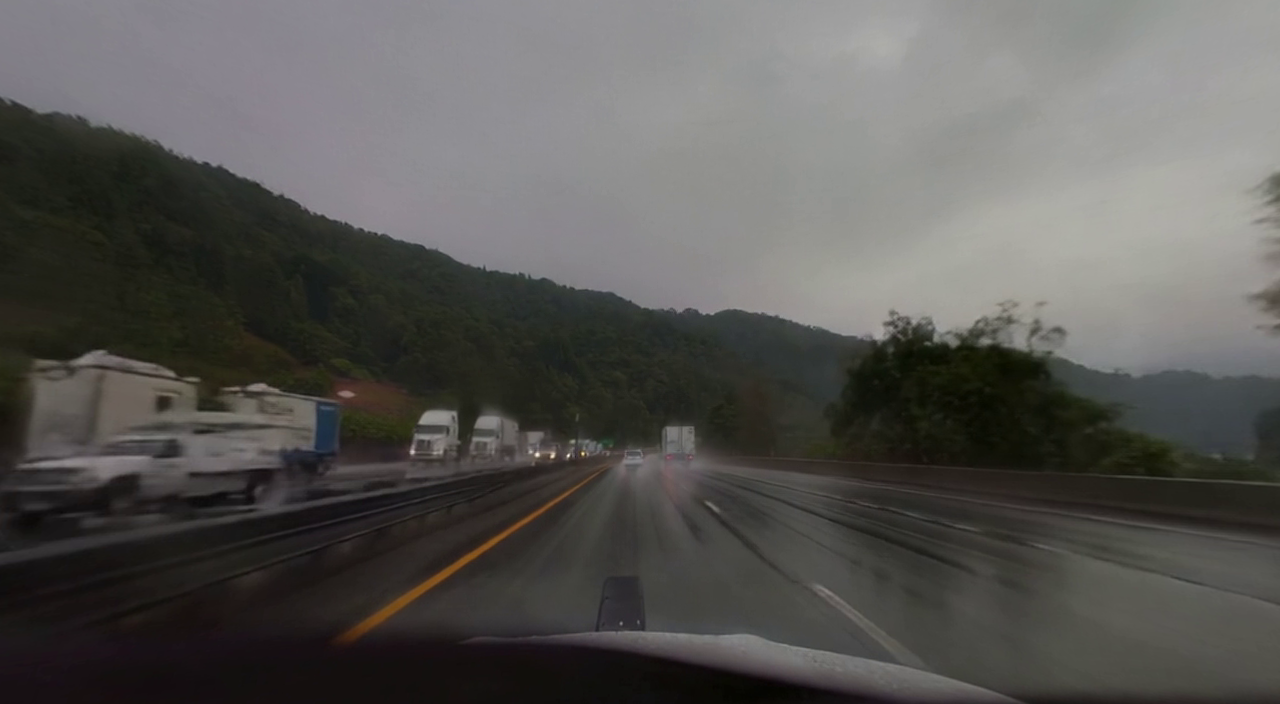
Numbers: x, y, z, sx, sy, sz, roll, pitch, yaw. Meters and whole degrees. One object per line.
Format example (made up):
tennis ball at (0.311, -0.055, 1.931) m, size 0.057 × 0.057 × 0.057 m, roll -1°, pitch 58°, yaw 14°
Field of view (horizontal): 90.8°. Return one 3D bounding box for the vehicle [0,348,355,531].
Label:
vehicle at (-12.754, 2.665, 18.961) m, size 2.668 × 3.618 × 12.856 m, roll 0°, pitch -9°, yaw -1°

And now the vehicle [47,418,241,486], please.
vehicle at (-12.717, 2.599, 16.549) m, size 2.082 × 1.570 × 3.684 m, roll 0°, pitch -9°, yaw -1°

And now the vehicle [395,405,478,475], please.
vehicle at (-12.426, 5.489, 39.268) m, size 2.951 × 3.988 × 6.237 m, roll 0°, pitch -9°, yaw 0°
